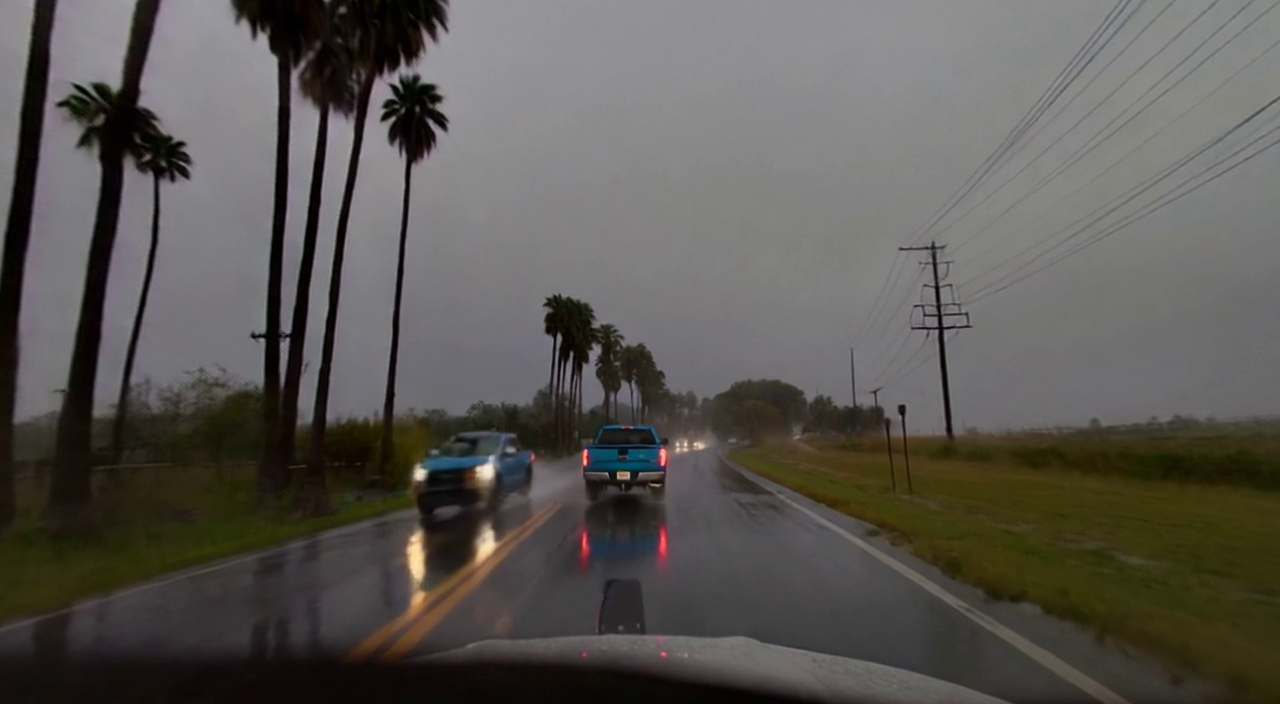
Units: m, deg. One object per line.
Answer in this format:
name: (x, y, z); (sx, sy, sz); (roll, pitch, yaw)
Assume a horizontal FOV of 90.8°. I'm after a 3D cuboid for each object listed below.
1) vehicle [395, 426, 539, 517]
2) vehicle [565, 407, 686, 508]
vehicle: (-4.183, 2.987, 16.330); (2.276, 1.965, 5.009); (0, -9, 0)
vehicle: (-0.358, 2.792, 17.099); (2.693, 2.223, 5.885); (0, -9, -1)
